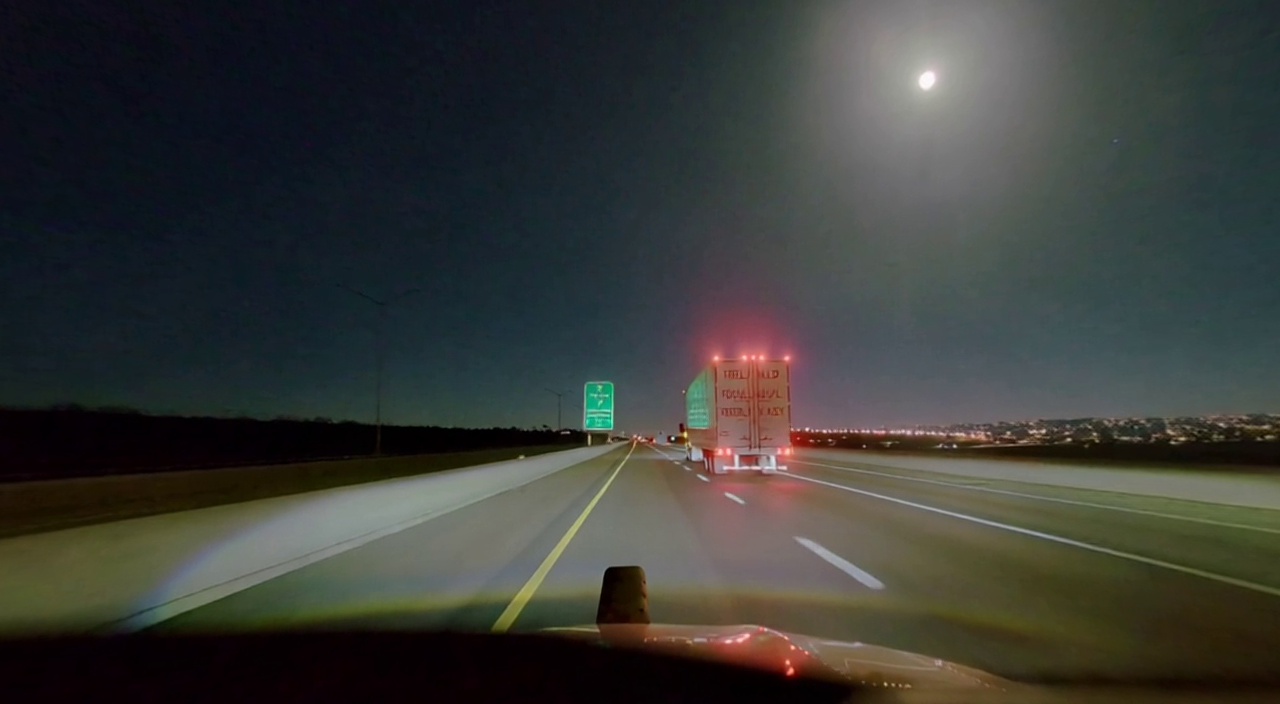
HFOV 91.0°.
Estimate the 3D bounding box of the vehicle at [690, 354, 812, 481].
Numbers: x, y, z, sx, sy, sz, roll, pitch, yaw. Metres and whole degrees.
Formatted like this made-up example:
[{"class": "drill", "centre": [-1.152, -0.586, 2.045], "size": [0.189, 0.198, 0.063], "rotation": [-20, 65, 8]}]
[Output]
[{"class": "vehicle", "centre": [4.122, 3.099, 27.388], "size": [3.006, 4.093, 14.142], "rotation": [0, -8, 1]}]
